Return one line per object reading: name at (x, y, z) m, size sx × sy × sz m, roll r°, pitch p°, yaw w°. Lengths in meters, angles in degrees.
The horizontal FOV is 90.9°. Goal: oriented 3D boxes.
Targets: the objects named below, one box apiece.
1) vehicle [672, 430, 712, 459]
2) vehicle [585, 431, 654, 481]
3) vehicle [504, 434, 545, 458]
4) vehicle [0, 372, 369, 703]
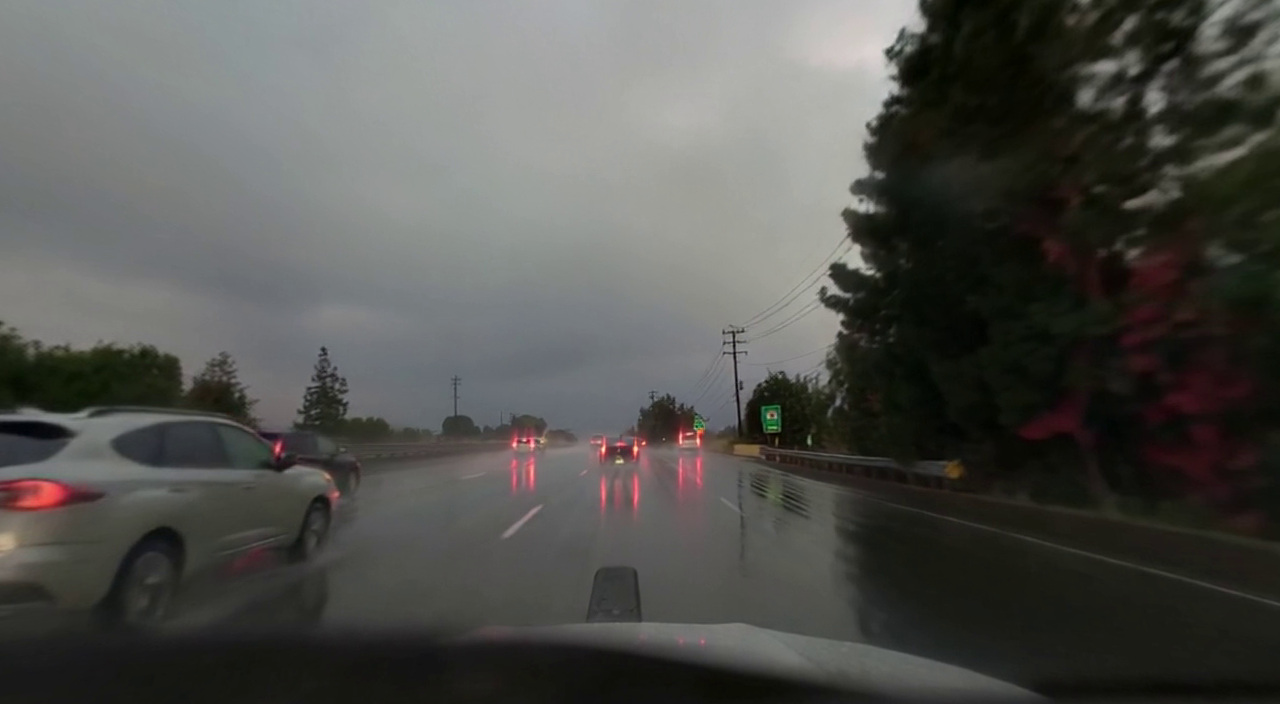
vehicle at (3.143, 5.711, 39.032) m, size 1.950 × 1.695 × 4.446 m, roll 0°, pitch -8°, yaw -2°
vehicle at (-0.639, 3.351, 20.676) m, size 2.086 × 1.488 × 3.440 m, roll 0°, pitch -8°, yaw -1°
vehicle at (-7.708, 6.295, 42.448) m, size 1.992 × 1.494 × 4.133 m, roll 0°, pitch -8°, yaw 0°
vehicle at (-3.893, 1.113, 4.499) m, size 1.901 × 1.601 × 4.610 m, roll 0°, pitch -8°, yaw -1°
